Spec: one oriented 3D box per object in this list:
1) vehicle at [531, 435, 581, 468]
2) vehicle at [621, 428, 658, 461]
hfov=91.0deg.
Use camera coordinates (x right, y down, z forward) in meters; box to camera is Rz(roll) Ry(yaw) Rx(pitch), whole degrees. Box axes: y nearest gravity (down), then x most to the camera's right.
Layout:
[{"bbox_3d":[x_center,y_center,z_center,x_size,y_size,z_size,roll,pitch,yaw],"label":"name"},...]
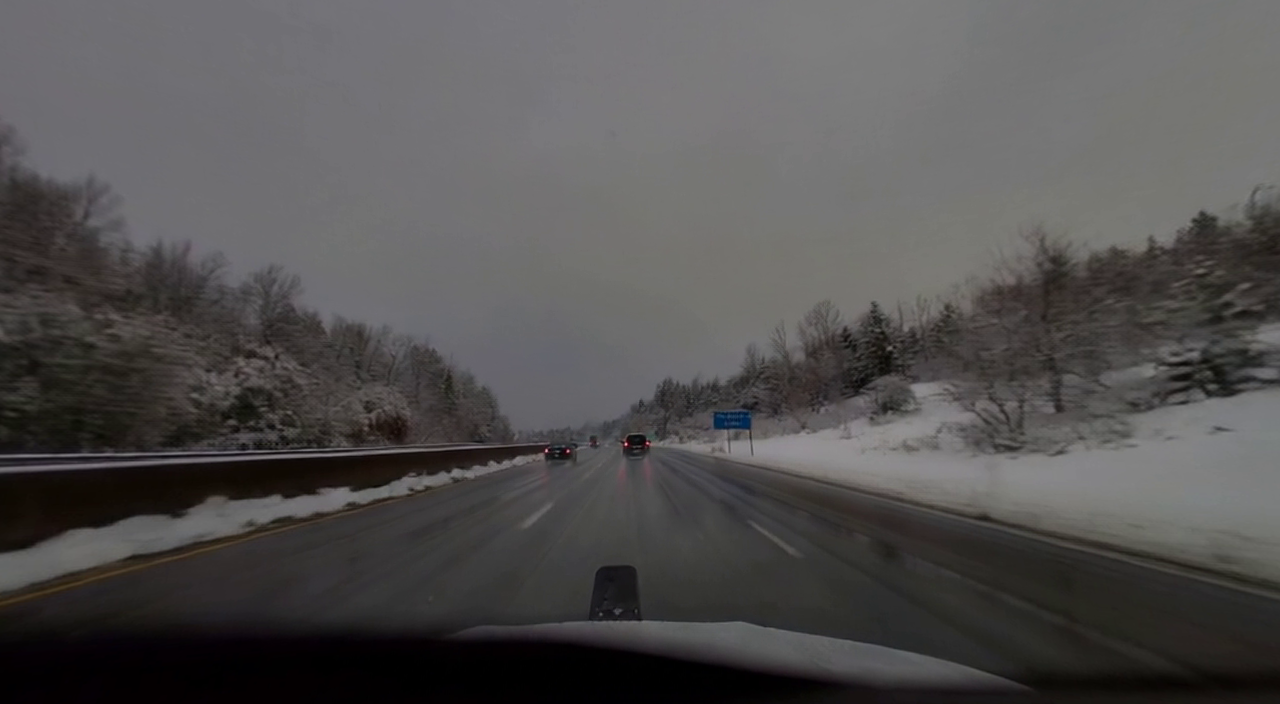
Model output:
[{"bbox_3d":[-4.233,5.075,32.350,2.062,1.567,4.117,0,-8,-1],"label":"vehicle"},{"bbox_3d":[-0.071,5.976,40.697,2.223,1.957,4.416,0,-8,-2],"label":"vehicle"}]
